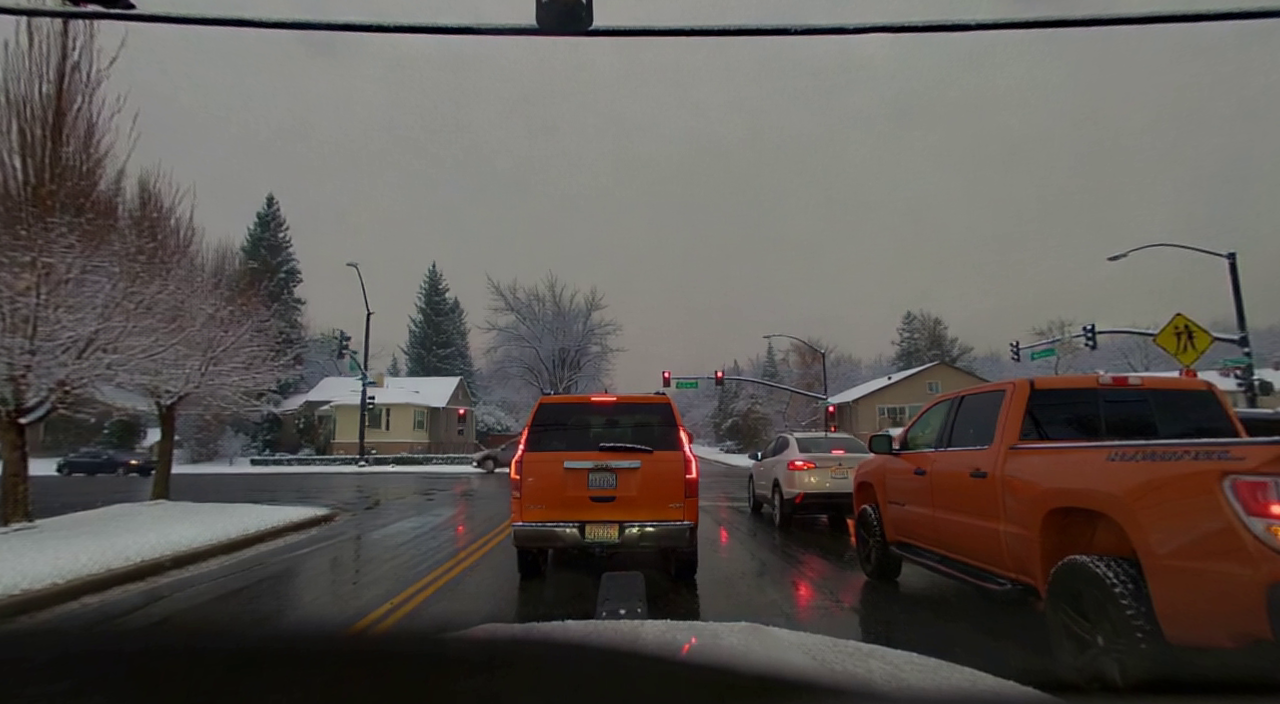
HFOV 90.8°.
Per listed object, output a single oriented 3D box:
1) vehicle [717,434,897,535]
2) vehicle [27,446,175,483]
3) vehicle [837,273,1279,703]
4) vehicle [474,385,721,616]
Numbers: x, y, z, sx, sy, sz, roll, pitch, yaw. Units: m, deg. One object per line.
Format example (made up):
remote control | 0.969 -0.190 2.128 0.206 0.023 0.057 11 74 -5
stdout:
vehicle | 2.730 2.267 11.537 1.952 1.465 4.421 0 -8 -2
vehicle | -22.947 4.789 27.046 4.533 1.350 1.714 0 -7 -9
vehicle | 2.983 0.938 3.810 1.886 1.849 5.070 0 -8 -1
vehicle | -0.285 1.396 6.679 1.915 1.780 3.379 0 -8 2
